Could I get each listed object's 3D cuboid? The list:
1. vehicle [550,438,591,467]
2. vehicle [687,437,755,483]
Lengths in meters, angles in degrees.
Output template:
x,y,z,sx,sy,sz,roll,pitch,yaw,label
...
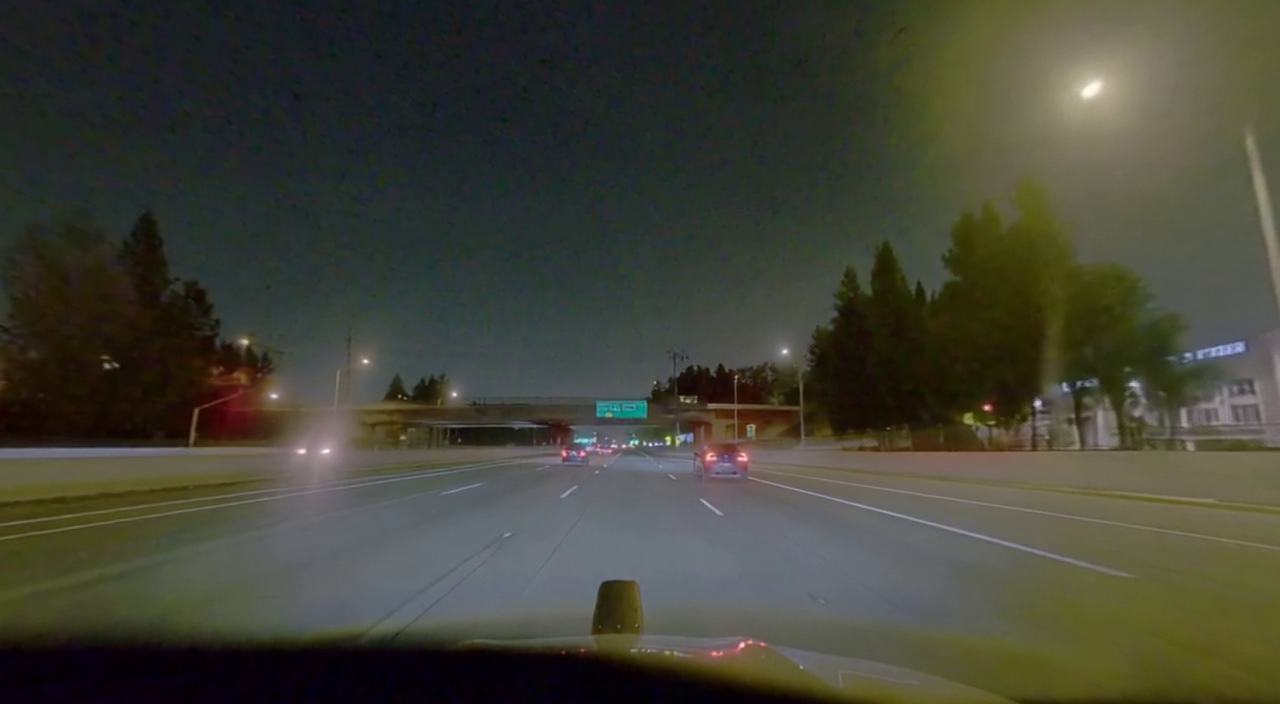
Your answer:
x,y,z,sx,sy,sz,roll,pitch,yaw,label
-4.506,6.603,41.578,2.176,1.779,4.755,0,-8,0,vehicle
3.117,4.253,25.217,1.997,1.686,4.247,0,-8,-2,vehicle
